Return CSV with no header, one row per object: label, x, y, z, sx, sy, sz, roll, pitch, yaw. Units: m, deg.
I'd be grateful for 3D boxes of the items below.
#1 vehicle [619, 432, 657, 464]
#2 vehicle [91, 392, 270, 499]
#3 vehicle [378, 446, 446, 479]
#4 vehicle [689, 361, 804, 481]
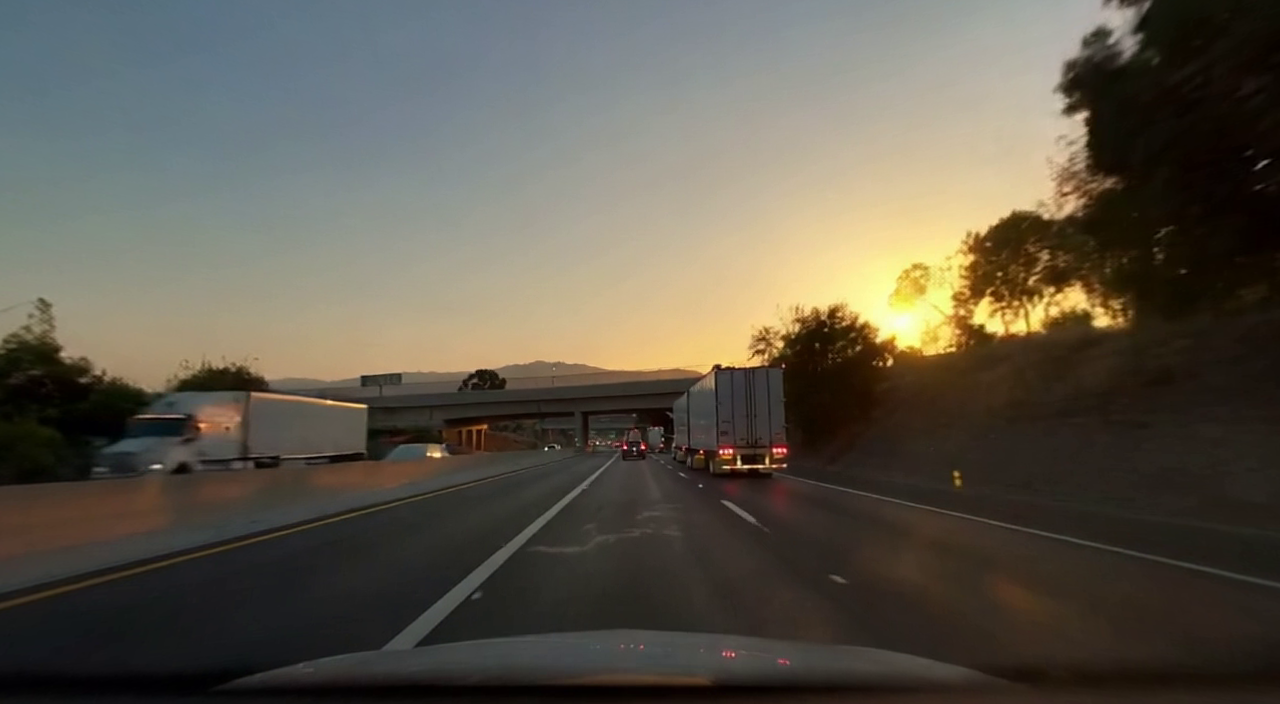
vehicle,-0.194,6.679,43.923,2.456,2.007,4.728,0,-8,-1
vehicle,-19.006,3.915,26.628,3.041,3.970,5.846,0,-8,-1
vehicle,-11.688,5.659,32.657,1.986,1.548,4.506,0,-8,-2
vehicle,3.860,2.892,25.316,2.967,3.961,8.660,0,-8,-1
